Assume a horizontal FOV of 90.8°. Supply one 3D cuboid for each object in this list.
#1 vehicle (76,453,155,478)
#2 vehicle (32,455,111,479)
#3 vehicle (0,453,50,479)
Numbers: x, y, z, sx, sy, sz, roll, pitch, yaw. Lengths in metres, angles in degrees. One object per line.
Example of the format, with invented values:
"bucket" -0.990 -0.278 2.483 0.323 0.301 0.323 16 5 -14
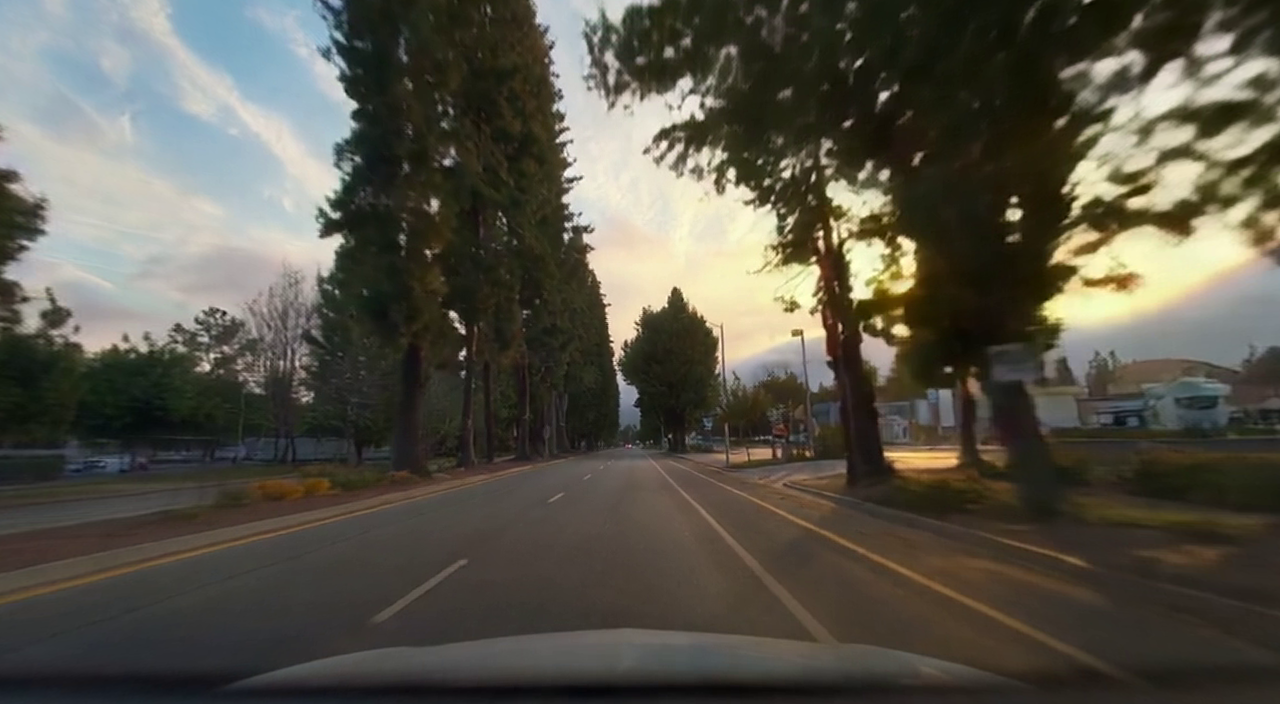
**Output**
"vehicle" -39.040 8.457 47.173 1.957 1.685 4.471 -1 -9 1
"vehicle" -41.744 8.465 46.536 1.943 1.629 4.062 -1 -9 2
"vehicle" -47.117 8.449 46.981 1.994 1.839 4.482 0 -8 1
